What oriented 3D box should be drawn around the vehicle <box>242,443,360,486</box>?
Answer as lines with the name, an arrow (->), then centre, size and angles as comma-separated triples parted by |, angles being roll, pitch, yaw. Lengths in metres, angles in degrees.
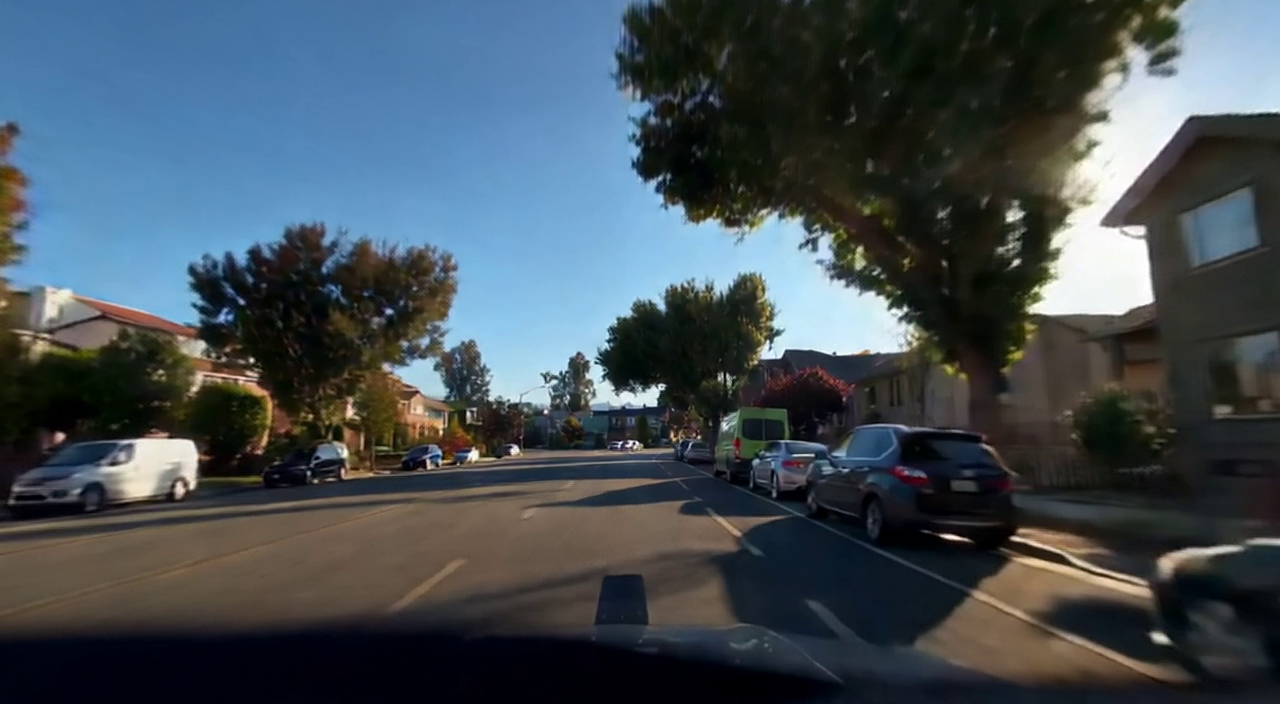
vehicle -> -14.050, 4.667, 26.642 | 2.045, 1.636, 5.214 | 0, -8, 0

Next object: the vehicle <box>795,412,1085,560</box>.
vehicle -> 4.072, 1.901, 9.688 | 2.067, 1.706, 4.506 | 0, -8, -2

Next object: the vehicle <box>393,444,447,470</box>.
vehicle -> -14.354, 6.852, 41.491 | 1.923, 1.535, 4.862 | 0, -8, -1

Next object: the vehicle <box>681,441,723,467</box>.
vehicle -> 3.709, 6.208, 38.602 | 1.956, 1.468, 4.524 | 0, -8, -2

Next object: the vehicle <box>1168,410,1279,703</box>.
vehicle -> 4.200, 0.823, 1.608 | 1.862, 1.515, 4.233 | 0, -9, -4

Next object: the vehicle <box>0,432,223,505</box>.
vehicle -> -15.624, 3.250, 17.934 | 5.783, 1.904, 2.289 | 0, -9, -3
